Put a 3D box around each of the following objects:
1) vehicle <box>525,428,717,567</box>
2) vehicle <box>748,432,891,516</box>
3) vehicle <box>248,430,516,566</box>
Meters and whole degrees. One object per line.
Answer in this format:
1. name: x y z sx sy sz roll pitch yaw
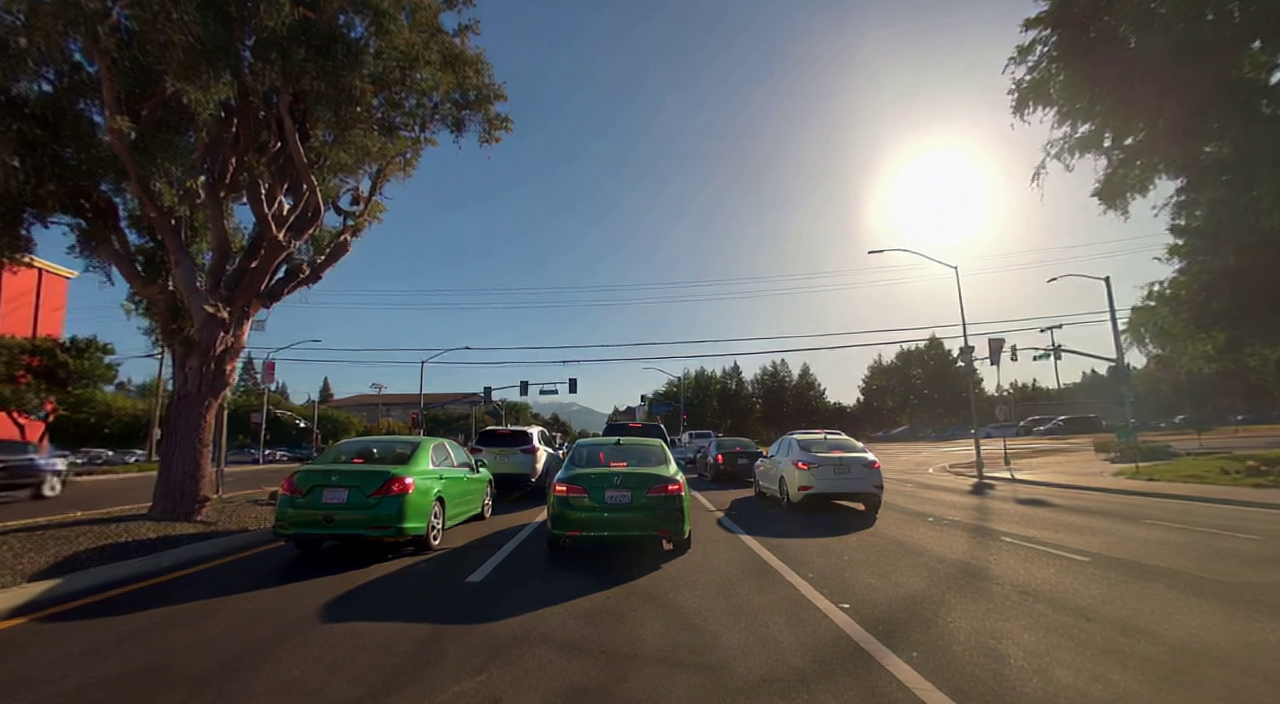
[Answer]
1. vehicle: -0.214 1.834 8.708 2.041 1.450 3.847 0 -8 0
2. vehicle: 3.541 2.466 13.275 1.880 1.476 3.932 0 -8 1
3. vehicle: -3.208 1.884 8.944 1.917 1.441 4.128 -1 -8 2
